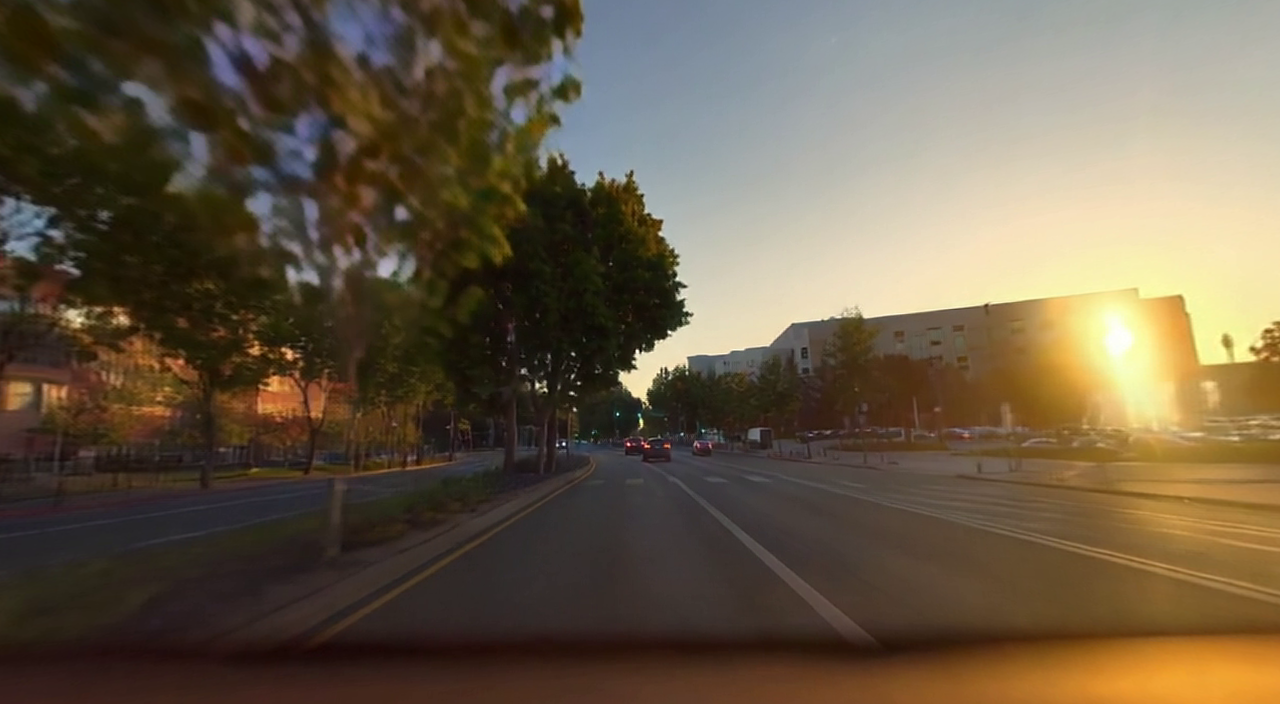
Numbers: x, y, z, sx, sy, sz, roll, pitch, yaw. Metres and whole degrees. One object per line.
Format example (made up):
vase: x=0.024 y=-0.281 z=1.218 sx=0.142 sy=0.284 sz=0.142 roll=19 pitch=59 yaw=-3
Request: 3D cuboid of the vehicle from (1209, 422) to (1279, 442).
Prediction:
vehicle: x=47.136 y=6.216 z=48.903 sx=1.822 sy=1.462 sz=4.473 roll=-3 pitch=-8 yaw=-3

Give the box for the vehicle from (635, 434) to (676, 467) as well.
vehicle: x=0.884 y=5.363 z=34.484 sx=2.100 sy=1.683 sz=4.231 roll=-1 pitch=-8 yaw=2

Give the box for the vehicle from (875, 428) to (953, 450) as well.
vehicle: x=19.723 y=6.298 z=45.619 sx=4.619 sy=1.447 sz=2.054 roll=0 pitch=-8 yaw=-1

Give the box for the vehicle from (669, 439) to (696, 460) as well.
vehicle: x=3.086 y=7.191 z=46.537 sx=1.685 sy=1.441 sz=3.795 roll=0 pitch=-8 yaw=-1
